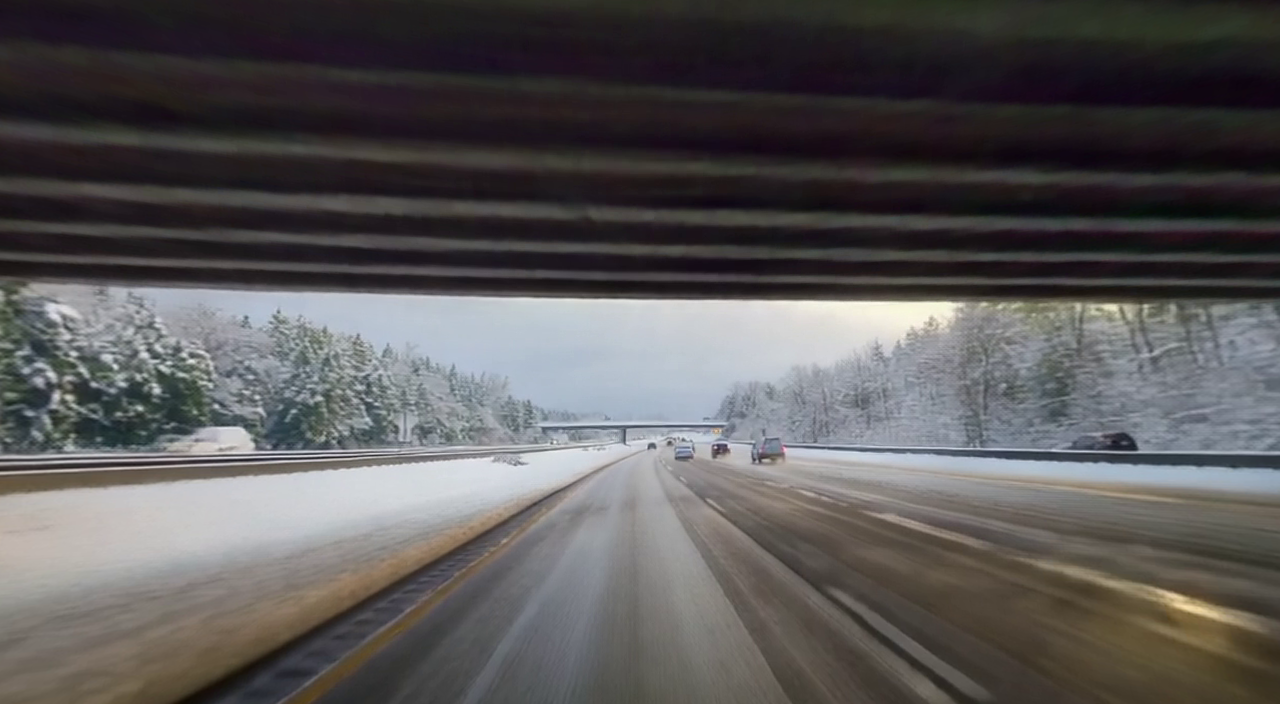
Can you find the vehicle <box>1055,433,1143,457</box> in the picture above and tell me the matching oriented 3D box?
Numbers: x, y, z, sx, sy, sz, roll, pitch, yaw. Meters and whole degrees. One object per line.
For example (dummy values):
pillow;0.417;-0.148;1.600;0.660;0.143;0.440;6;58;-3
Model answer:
vehicle;29.607;6.042;40.969;1.967;1.491;4.970;0;-9;0
